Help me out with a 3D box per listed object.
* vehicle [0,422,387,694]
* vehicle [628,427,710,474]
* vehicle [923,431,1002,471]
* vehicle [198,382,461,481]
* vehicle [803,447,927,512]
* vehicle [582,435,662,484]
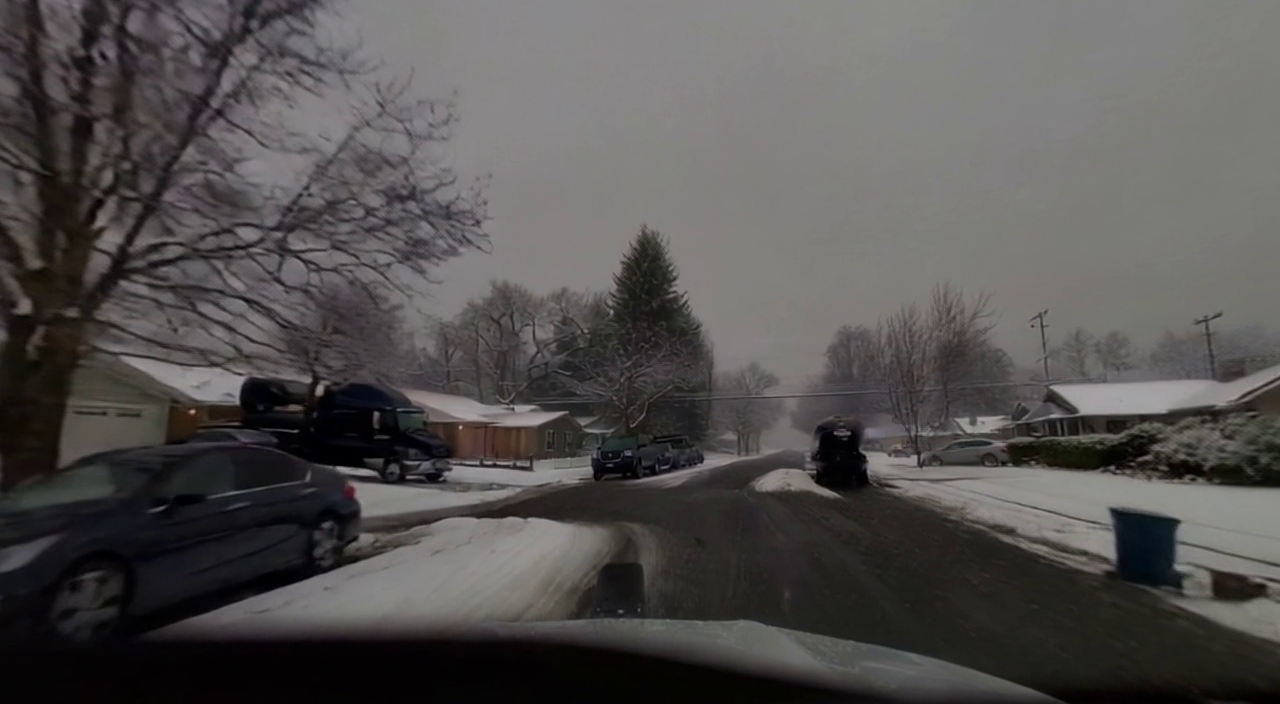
[{"bbox_3d":[-4.323,1.457,5.581,1.898,1.487,4.714,-1,-9,5],"label":"vehicle"},{"bbox_3d":[1.694,5.263,33.684,2.632,2.249,6.179,-3,-9,20],"label":"vehicle"},{"bbox_3d":[17.747,5.438,34.743,3.470,2.123,1.584,0,-7,3],"label":"vehicle"},{"bbox_3d":[-10.539,2.819,21.780,7.767,3.105,2.858,-2,-9,9],"label":"vehicle"},{"bbox_3d":[6.406,3.638,18.904,2.804,1.336,6.700,-1,-7,14],"label":"vehicle"},{"bbox_3d":[-0.592,4.311,25.540,2.052,1.745,4.737,-2,-9,14],"label":"vehicle"}]
